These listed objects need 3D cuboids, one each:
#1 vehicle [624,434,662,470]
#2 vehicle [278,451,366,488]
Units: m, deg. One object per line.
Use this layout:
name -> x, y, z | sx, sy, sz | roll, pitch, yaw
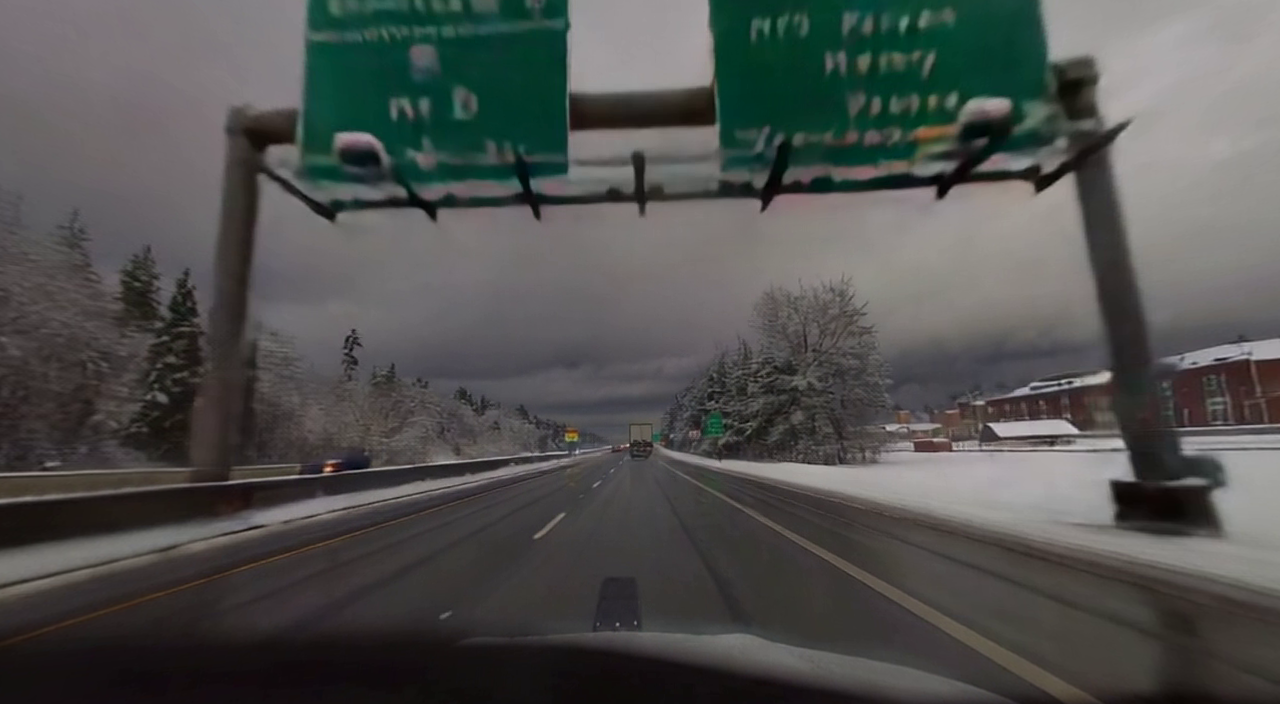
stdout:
vehicle -> 0.213, 6.507, 40.819 | 2.268, 2.122, 4.595 | -1, -9, 1
vehicle -> -16.077, 5.929, 32.018 | 2.003, 1.679, 4.579 | -1, -9, 1
